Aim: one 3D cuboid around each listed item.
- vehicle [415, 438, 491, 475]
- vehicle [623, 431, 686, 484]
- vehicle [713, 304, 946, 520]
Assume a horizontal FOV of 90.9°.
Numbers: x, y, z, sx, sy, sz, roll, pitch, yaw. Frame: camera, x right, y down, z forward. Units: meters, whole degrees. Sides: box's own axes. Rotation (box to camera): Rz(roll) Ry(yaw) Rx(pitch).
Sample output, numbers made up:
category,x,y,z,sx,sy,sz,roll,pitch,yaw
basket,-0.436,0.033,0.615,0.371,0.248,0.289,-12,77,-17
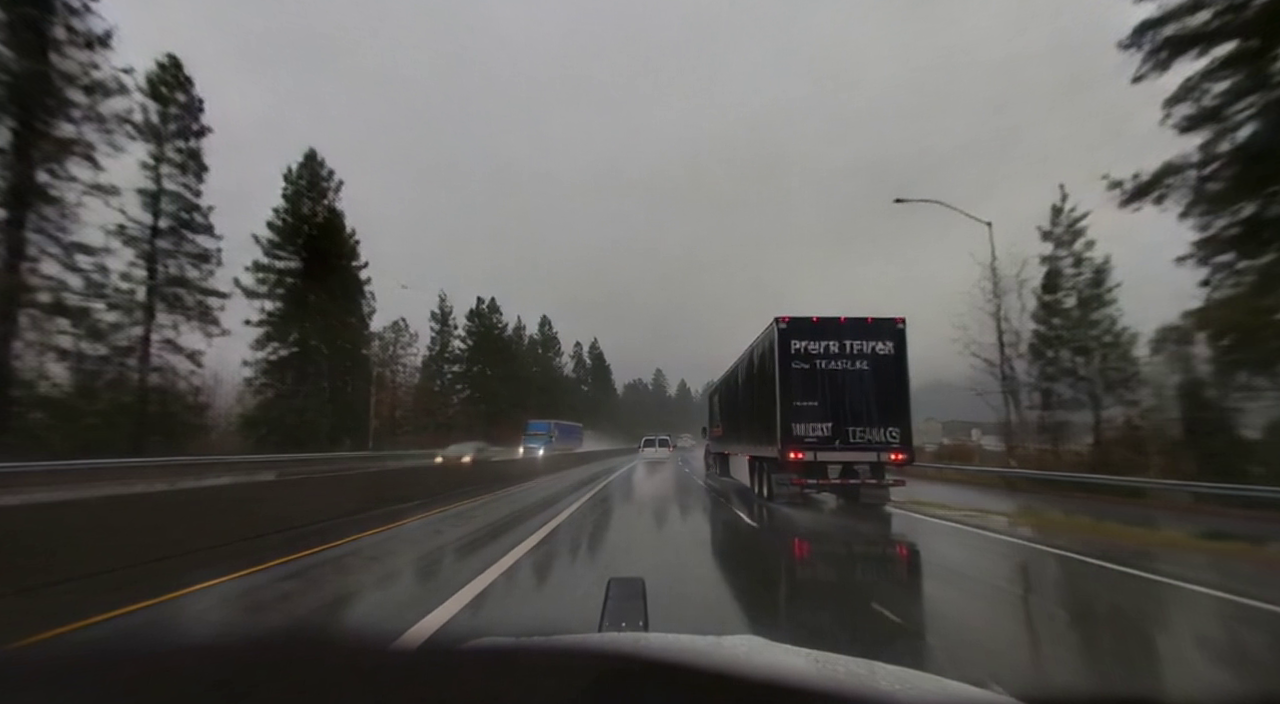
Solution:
category,x,y,z,sx,sy,sz,roll,pitch,yaw
vehicle,-8.701,4.887,29.786,2.071,1.610,4.399,0,-8,2
vehicle,0.568,4.029,24.422,2.222,1.848,4.610,0,-8,2
vehicle,4.554,2.349,20.437,2.899,4.160,16.621,0,-9,2
